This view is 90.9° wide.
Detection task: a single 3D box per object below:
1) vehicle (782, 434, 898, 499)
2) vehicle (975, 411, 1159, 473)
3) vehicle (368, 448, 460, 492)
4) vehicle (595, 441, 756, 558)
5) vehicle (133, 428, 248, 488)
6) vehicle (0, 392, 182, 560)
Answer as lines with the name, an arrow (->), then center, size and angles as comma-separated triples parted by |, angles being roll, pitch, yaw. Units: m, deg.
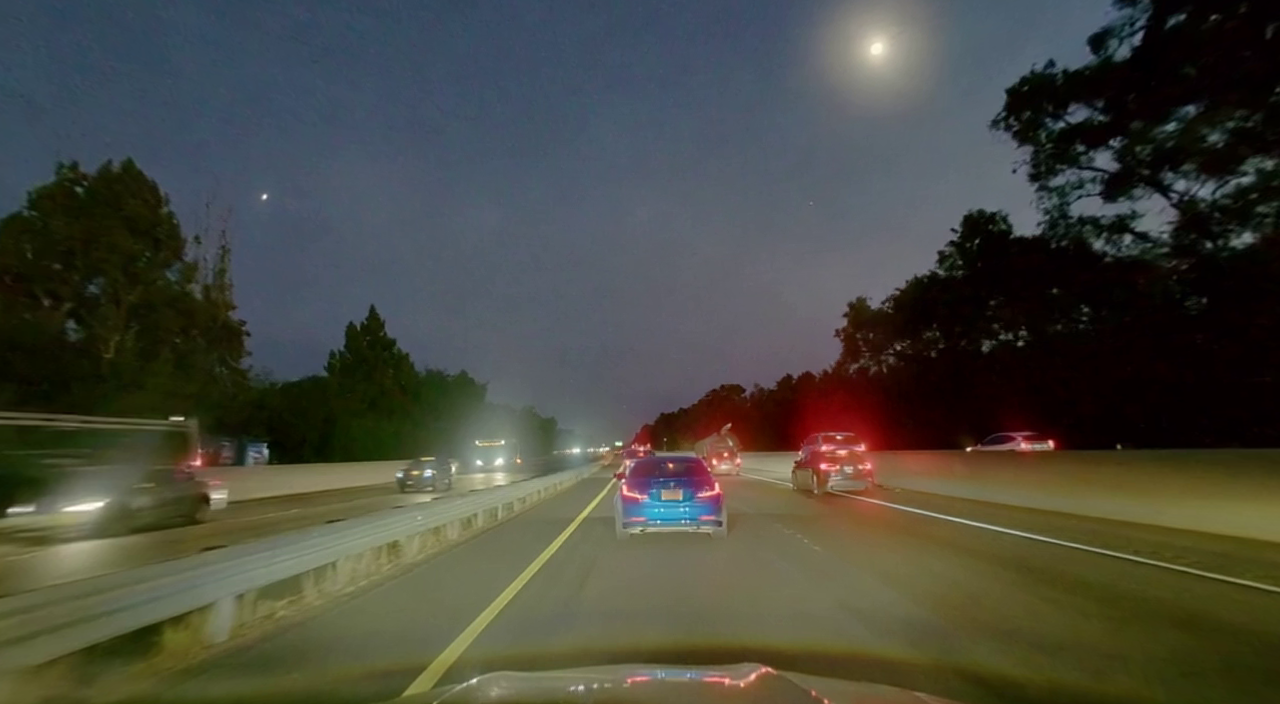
vehicle -> 6.265, 3.662, 20.418 | 2.177, 1.827, 4.565 | 0, -9, -1
vehicle -> 31.547, 6.967, 48.093 | 2.822, 3.996, 14.073 | 1, -9, -7
vehicle -> -8.459, 4.448, 24.059 | 1.834, 1.485, 4.269 | -1, -9, 1
vehicle -> 0.463, 2.215, 10.117 | 2.076, 1.485, 3.774 | 0, -9, 0
vehicle -> -33.507, 7.896, 47.449 | 2.902, 3.981, 7.819 | -3, -8, 0
vehicle -> -12.749, 2.123, 10.653 | 2.861, 2.937, 9.492 | 0, -9, 0
